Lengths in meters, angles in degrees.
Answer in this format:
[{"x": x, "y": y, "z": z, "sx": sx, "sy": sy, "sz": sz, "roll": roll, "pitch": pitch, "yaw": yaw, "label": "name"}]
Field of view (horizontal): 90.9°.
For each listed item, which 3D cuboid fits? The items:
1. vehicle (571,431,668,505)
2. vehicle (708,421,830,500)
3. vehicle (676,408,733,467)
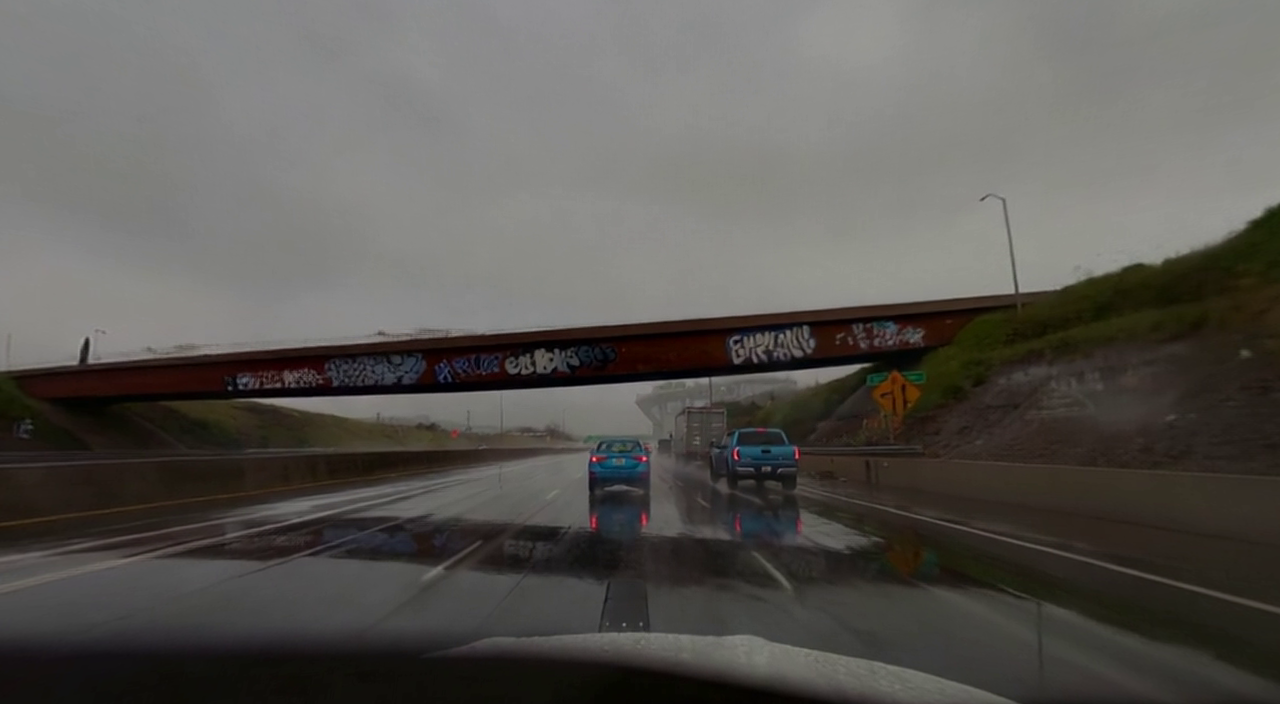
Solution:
[{"x": -0.457, "y": 2.902, "z": 16.210, "sx": 2.193, "sy": 1.651, "sz": 3.946, "roll": 0, "pitch": -8, "yaw": 0, "label": "vehicle"}, {"x": 3.491, "y": 3.104, "z": 18.544, "sx": 2.311, "sy": 1.922, "sz": 5.977, "roll": 0, "pitch": -8, "yaw": 0, "label": "vehicle"}, {"x": 3.952, "y": 5.500, "z": 40.315, "sx": 2.873, "sy": 3.408, "sz": 7.323, "roll": 0, "pitch": -8, "yaw": 0, "label": "vehicle"}]
